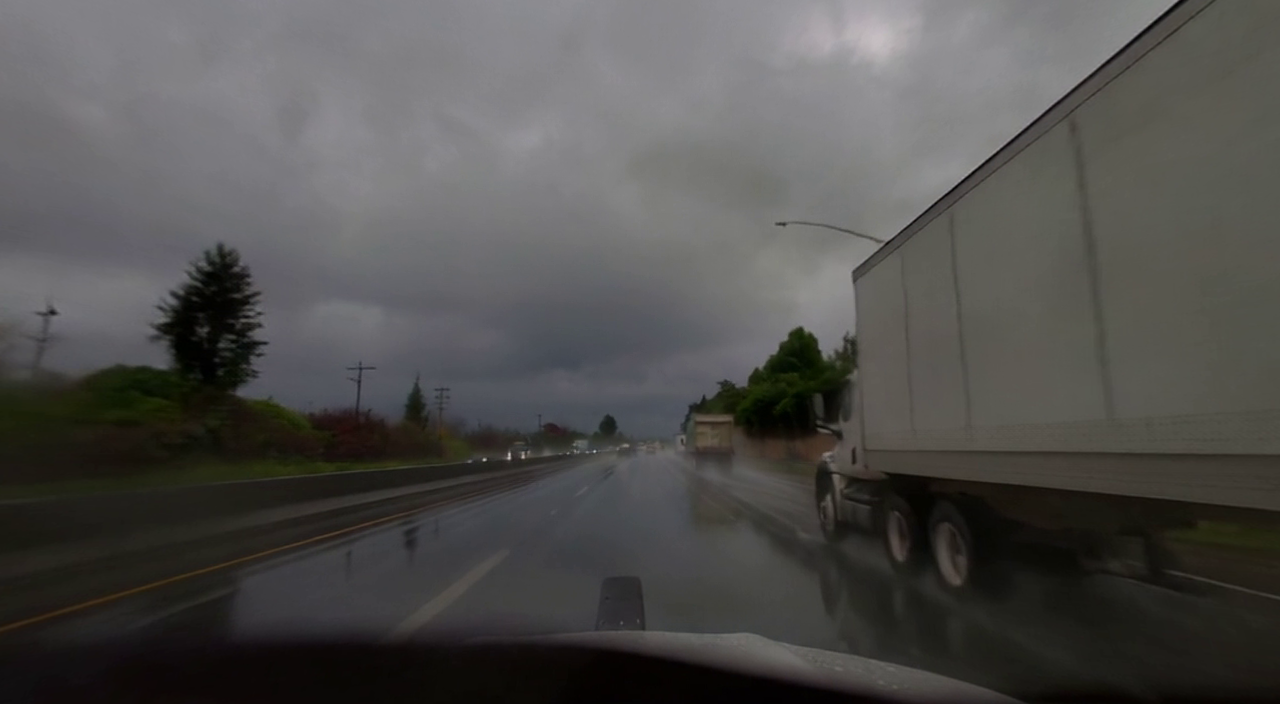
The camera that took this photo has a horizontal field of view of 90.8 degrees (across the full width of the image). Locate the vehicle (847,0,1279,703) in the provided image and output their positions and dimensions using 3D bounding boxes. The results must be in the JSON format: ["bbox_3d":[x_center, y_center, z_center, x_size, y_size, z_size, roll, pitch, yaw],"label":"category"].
[{"bbox_3d":[4.369,-0.085,3.111,3.032,3.785,10.333,0,-9,-1],"label":"vehicle"}]

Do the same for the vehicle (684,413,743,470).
[{"bbox_3d":[4.570,5.867,41.042,2.771,3.313,8.121,0,-9,0],"label":"vehicle"}]
